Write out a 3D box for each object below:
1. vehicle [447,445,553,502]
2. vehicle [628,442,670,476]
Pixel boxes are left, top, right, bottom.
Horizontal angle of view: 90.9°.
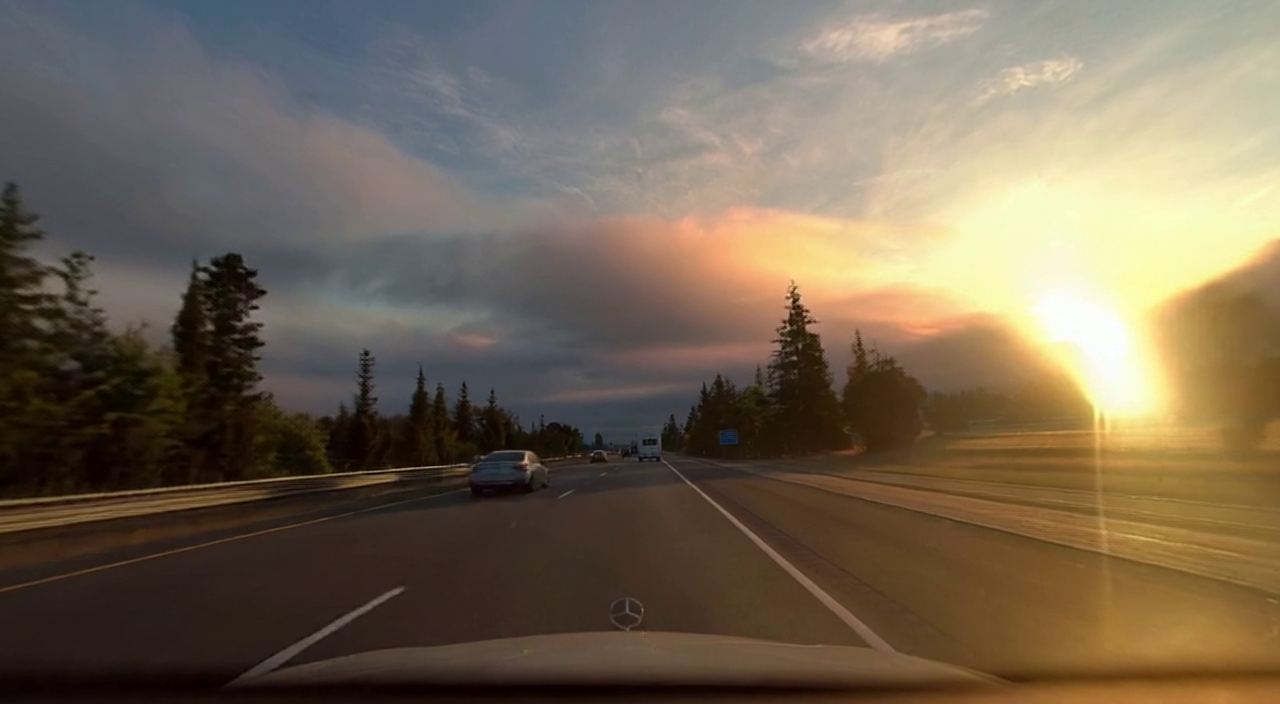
[{"bbox_3d":[-3.927,3.480,18.472,1.998,1.460,4.422,0,-9,1],"label":"vehicle"},{"bbox_3d":[0.470,5.849,34.617,2.172,1.687,3.929,0,-9,0],"label":"vehicle"}]
